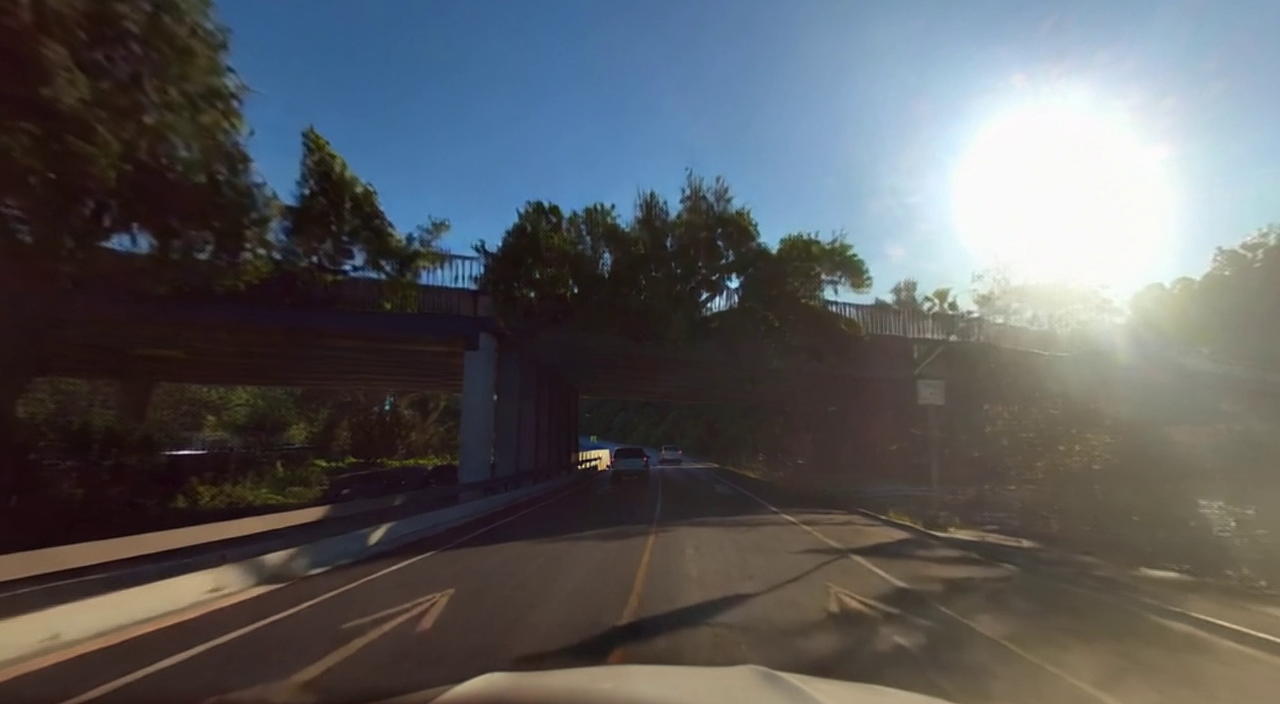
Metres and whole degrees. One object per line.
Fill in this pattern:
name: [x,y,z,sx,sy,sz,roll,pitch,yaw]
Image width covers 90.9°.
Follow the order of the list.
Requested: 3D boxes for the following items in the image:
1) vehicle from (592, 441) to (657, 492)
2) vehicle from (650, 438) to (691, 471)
vehicle: [-0.480,3.909,21.731,2.037,1.601,3.643,0,-9,0]
vehicle: [1.930,6.662,41.008,2.273,2.010,4.396,0,-9,-2]
